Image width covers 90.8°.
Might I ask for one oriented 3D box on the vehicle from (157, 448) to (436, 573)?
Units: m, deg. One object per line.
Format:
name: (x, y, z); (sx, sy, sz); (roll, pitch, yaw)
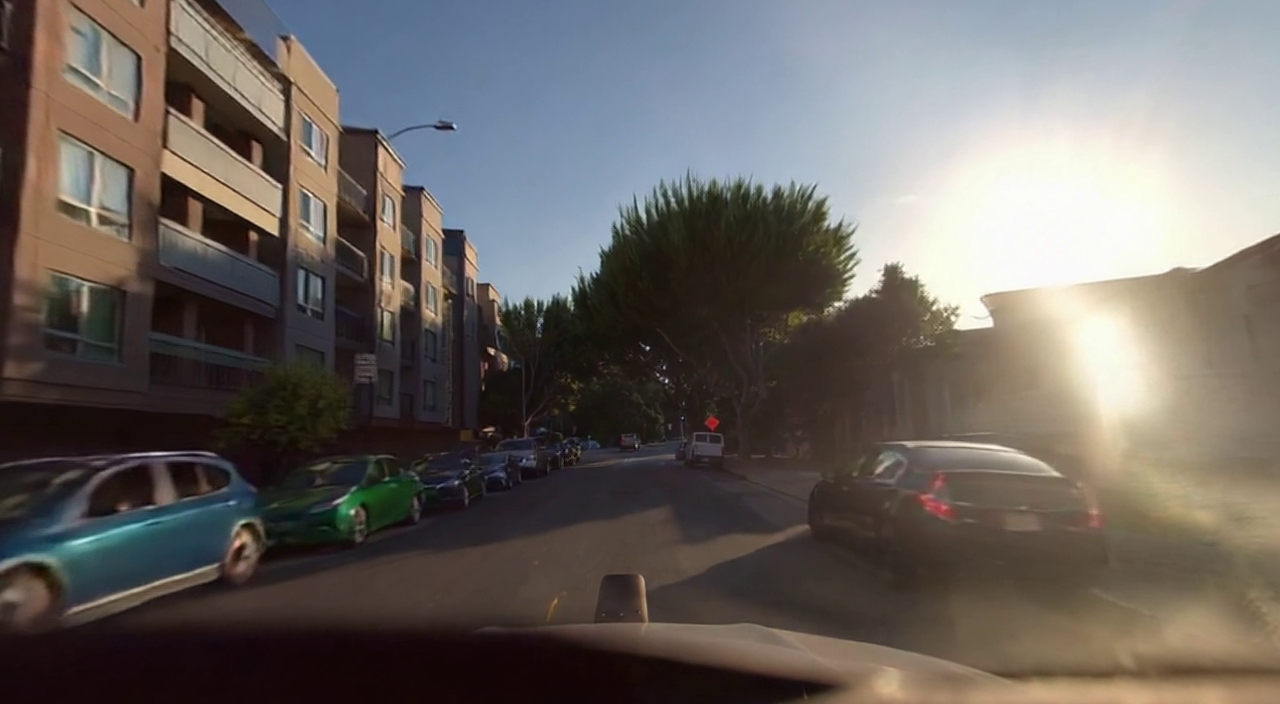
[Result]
vehicle: (-5.063, 2.352, 10.342); (1.890, 1.457, 4.856); (0, -8, -1)

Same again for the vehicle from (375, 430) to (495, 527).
vehicle: (-5.183, 3.155, 16.625); (1.824, 1.664, 4.344); (-2, 0, -2)

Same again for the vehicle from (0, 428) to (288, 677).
vehicle: (-5.033, 1.493, 5.405); (1.782, 1.585, 3.962); (0, -8, -1)

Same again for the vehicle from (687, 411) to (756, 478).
vehicle: (3.890, 4.286, 29.872); (1.961, 2.656, 3.047); (-2, -1, 35)

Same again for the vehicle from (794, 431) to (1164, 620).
vehicle: (3.257, 1.707, 7.228); (1.835, 1.490, 4.134); (0, -8, -1)
